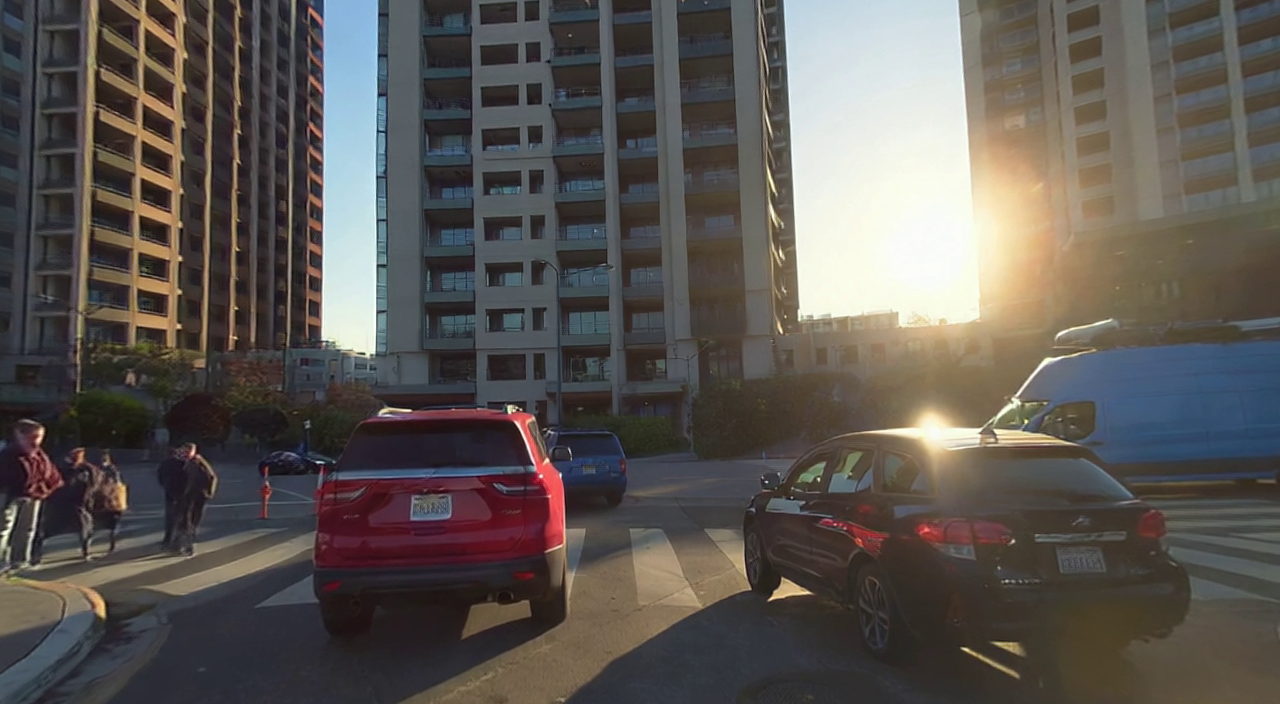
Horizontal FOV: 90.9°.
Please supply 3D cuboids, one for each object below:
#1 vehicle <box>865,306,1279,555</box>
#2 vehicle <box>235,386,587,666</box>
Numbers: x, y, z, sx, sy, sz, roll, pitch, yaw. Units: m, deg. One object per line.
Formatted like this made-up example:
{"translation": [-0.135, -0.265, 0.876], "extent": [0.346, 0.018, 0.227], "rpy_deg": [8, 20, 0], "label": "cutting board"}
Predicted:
{"translation": [6.917, 1.020, 8.242], "extent": [6.932, 2.753, 2.446], "rpy_deg": [0, -8, 1], "label": "vehicle"}
{"translation": [-1.692, 1.398, 6.162], "extent": [2.144, 1.733, 4.115], "rpy_deg": [1, -9, -7], "label": "vehicle"}
